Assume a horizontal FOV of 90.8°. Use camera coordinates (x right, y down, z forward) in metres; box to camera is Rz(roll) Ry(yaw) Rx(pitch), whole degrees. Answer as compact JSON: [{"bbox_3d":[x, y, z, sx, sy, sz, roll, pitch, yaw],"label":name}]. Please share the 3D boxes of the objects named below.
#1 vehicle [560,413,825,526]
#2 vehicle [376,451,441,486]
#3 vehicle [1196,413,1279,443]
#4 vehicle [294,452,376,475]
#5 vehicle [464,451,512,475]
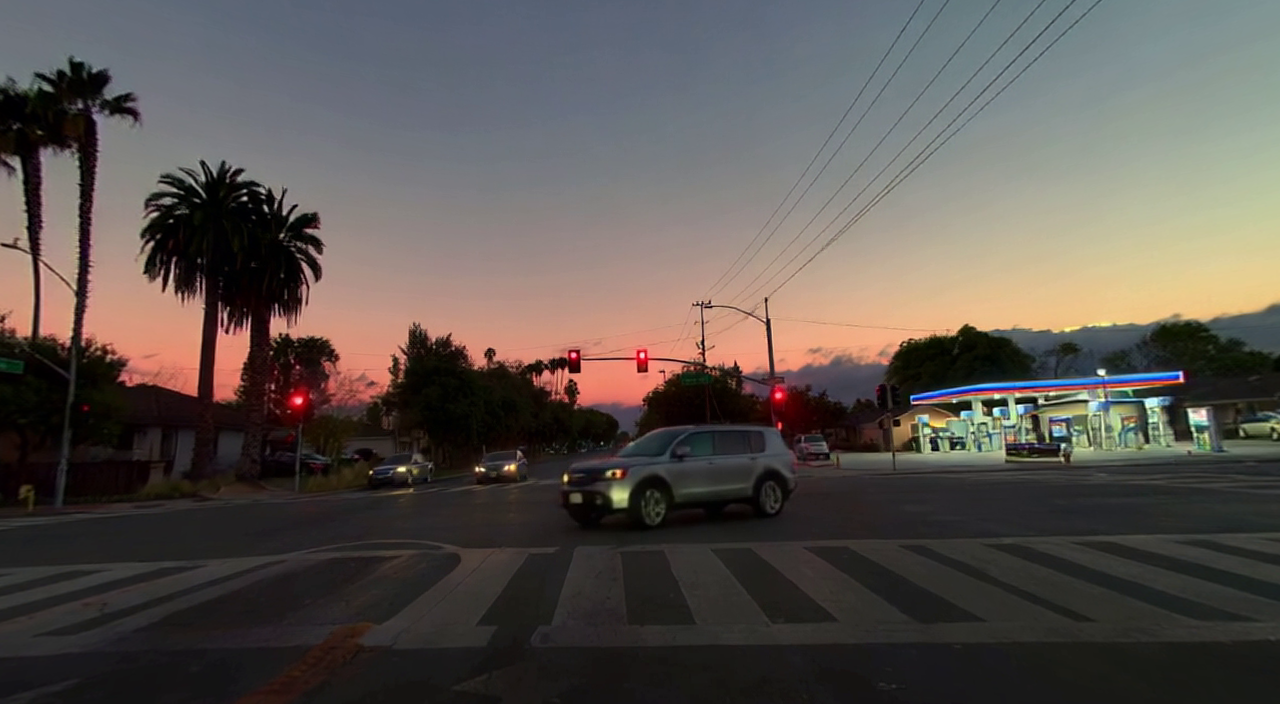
[{"bbox_3d":[1.159,2.237,12.561,5.086,1.817,1.952,5,-10,-34],"label":"vehicle"},{"bbox_3d":[-13.054,6.552,35.956,2.009,1.777,4.559,0,-9,-1],"label":"vehicle"},{"bbox_3d":[38.299,4.793,39.973,4.488,1.447,1.765,-5,-8,-1],"label":"vehicle"},{"bbox_3d":[-20.948,7.679,43.518,4.672,1.469,1.816,-1,-9,-2],"label":"vehicle"},{"bbox_3d":[-9.891,7.253,41.394,2.085,1.451,4.311,0,-9,0],"label":"vehicle"}]
